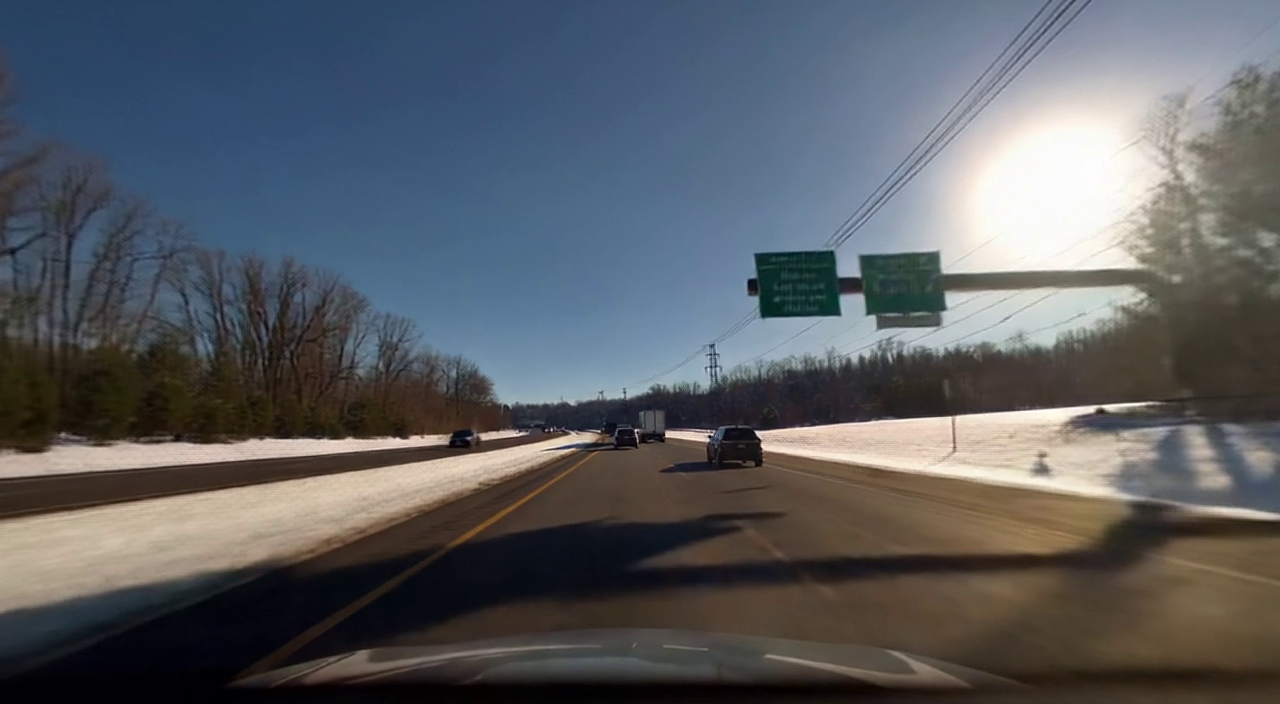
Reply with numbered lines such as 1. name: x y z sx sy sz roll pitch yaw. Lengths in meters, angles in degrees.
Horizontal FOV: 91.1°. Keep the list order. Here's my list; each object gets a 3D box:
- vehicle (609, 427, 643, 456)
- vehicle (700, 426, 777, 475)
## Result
1. vehicle: -0.861 5.527 38.890 2.019 1.642 3.790 0 -8 -1
2. vehicle: 3.408 3.489 22.600 2.062 1.581 3.914 0 -8 -1
